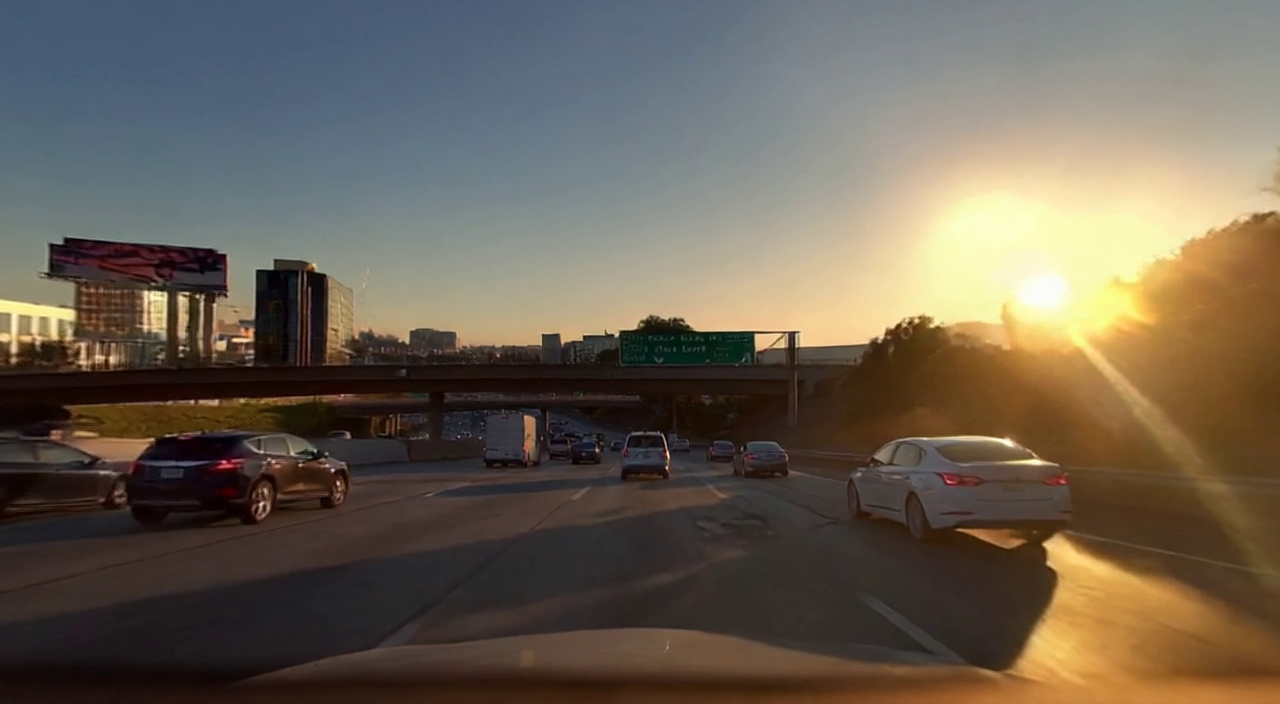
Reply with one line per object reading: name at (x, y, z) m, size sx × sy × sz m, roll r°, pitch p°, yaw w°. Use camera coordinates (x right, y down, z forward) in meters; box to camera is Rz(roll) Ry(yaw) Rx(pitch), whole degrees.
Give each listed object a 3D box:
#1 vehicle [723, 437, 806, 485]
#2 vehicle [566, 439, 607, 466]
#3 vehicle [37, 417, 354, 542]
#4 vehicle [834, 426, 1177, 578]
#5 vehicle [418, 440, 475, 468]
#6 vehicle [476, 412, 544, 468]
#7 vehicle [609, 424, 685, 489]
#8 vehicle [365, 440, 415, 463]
vehicle at (4.235, 3.790, 22.263) m, size 1.942 × 1.487 × 4.518 m, roll 0°, pitch -8°, yaw -1°
vehicle at (-3.187, 6.151, 38.762) m, size 2.079 × 1.499 × 4.512 m, roll 0°, pitch -8°, yaw 1°
vehicle at (-6.910, 2.012, 10.613) m, size 2.021 × 1.632 × 4.417 m, roll 0°, pitch -8°, yaw 1°
vehicle at (4.300, 1.809, 8.520) m, size 1.915 × 1.482 × 4.537 m, roll 0°, pitch -8°, yaw 0°
vehicle at (-10.918, 5.759, 35.819) m, size 1.923 × 1.480 × 3.905 m, roll 0°, pitch -8°, yaw 1°
vehicle at (-7.112, 4.967, 35.524) m, size 2.358 × 2.817 × 7.055 m, roll 0°, pitch -8°, yaw 0°
vehicle at (0.218, 3.360, 20.662) m, size 2.209 × 1.863 × 4.626 m, roll 0°, pitch -8°, yaw 1°
vehicle at (-17.118, 6.826, 43.383) m, size 1.848 × 1.487 × 3.805 m, roll 0°, pitch -8°, yaw 0°
